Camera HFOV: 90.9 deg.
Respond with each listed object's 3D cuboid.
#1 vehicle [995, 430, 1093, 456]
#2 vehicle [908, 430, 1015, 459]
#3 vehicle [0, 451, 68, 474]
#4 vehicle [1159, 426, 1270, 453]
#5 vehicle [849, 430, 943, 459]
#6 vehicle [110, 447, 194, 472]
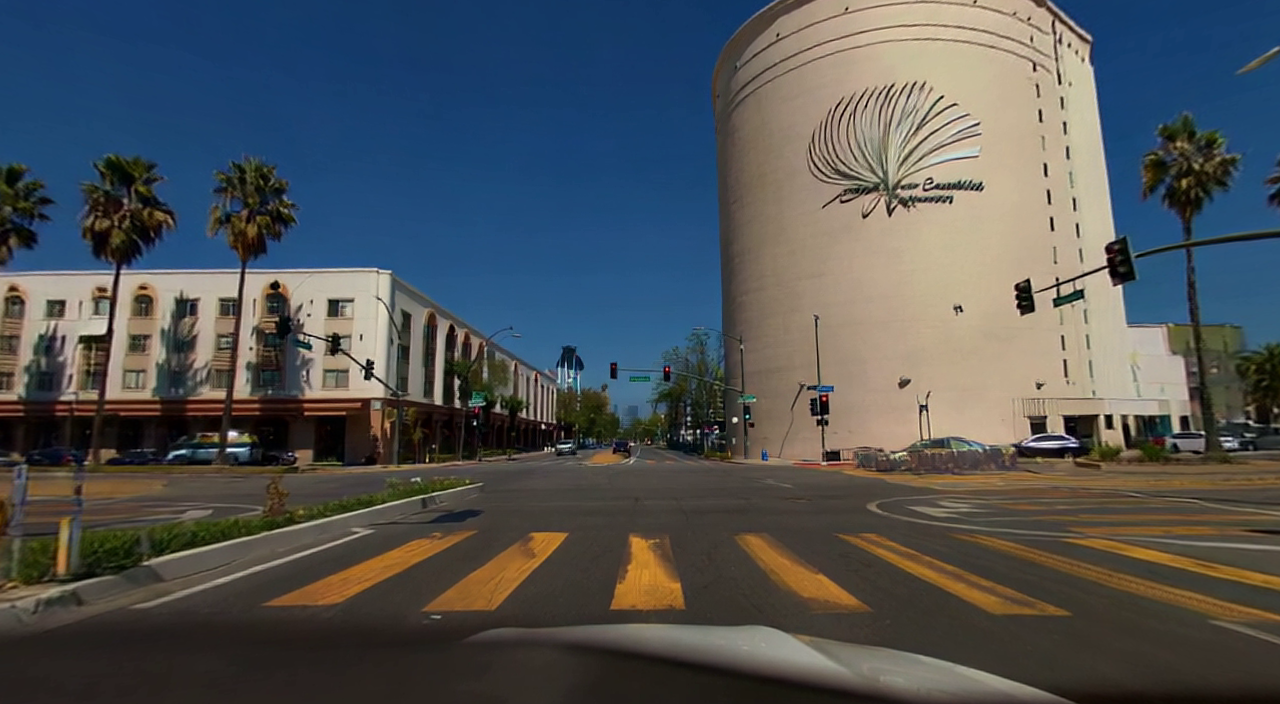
[{"bbox_3d":[23.502,5.338,36.777,4.423,1.465,1.798,0,-8,1],"label":"vehicle"},{"bbox_3d":[16.912,4.868,33.305,4.684,1.461,1.777,0,-8,-1],"label":"vehicle"},{"bbox_3d":[-41.661,7.497,42.844,3.698,1.467,1.779,0,-8,1],"label":"vehicle"},{"bbox_3d":[33.139,5.062,36.440,4.567,1.458,1.791,0,-8,0],"label":"vehicle"},{"bbox_3d":[14.974,5.428,37.030,4.648,1.665,1.910,0,-8,0],"label":"vehicle"},{"bbox_3d":[-33.094,7.279,42.827,4.136,1.661,1.857,0,-8,1],"label":"vehicle"}]
